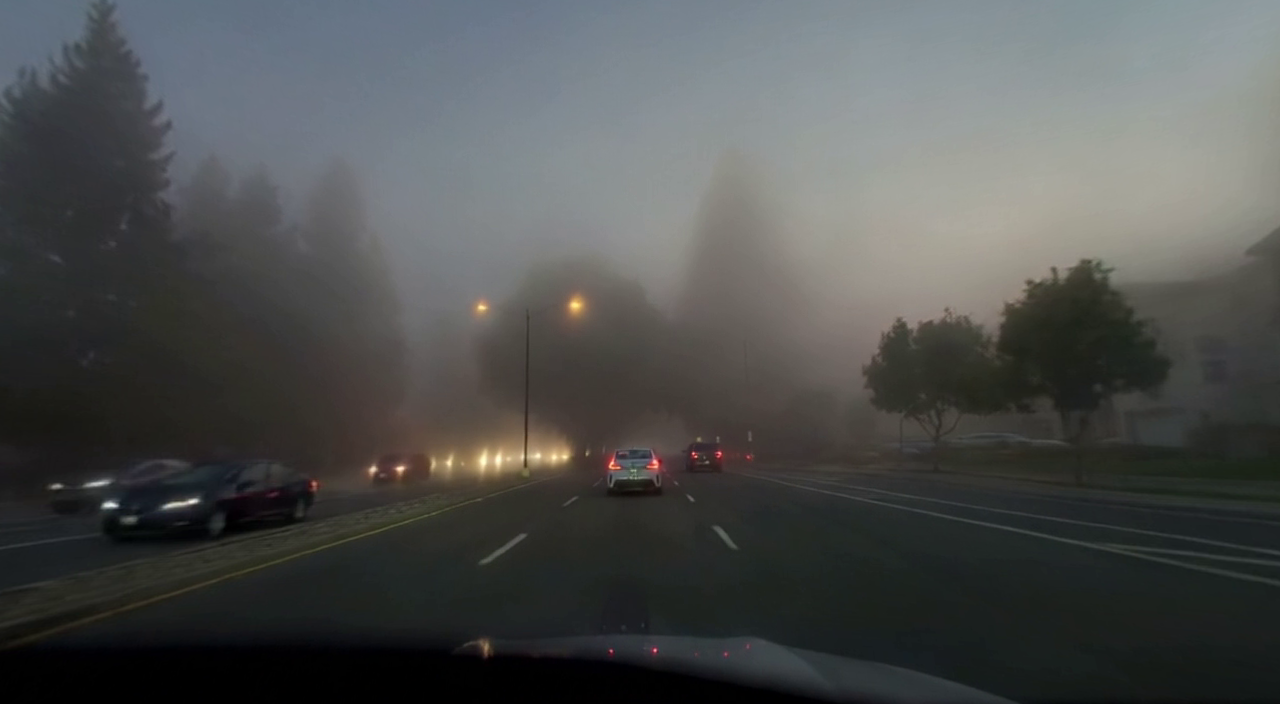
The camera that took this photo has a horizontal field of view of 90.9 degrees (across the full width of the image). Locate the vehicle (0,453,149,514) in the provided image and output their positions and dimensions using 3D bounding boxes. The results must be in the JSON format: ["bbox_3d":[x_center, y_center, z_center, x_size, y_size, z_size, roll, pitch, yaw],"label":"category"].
[{"bbox_3d":[-18.622,4.108,20.230,1.906,1.655,4.691,0,-8,1],"label":"vehicle"}]

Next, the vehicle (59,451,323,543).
[{"bbox_3d":[-8.688,2.802,12.877,2.035,1.463,4.527,0,-8,0],"label":"vehicle"}]

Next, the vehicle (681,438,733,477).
[{"bbox_3d":[3.281,5.273,31.743,2.073,1.822,4.276,0,-8,0],"label":"vehicle"}]

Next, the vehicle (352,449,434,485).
[{"bbox_3d":[-11.422,5.340,29.508,1.917,1.488,4.611,0,-8,1],"label":"vehicle"}]

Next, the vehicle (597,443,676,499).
[{"bbox_3d":[-0.106,3.525,19.114,2.140,1.474,4.026,0,-8,0],"label":"vehicle"}]
